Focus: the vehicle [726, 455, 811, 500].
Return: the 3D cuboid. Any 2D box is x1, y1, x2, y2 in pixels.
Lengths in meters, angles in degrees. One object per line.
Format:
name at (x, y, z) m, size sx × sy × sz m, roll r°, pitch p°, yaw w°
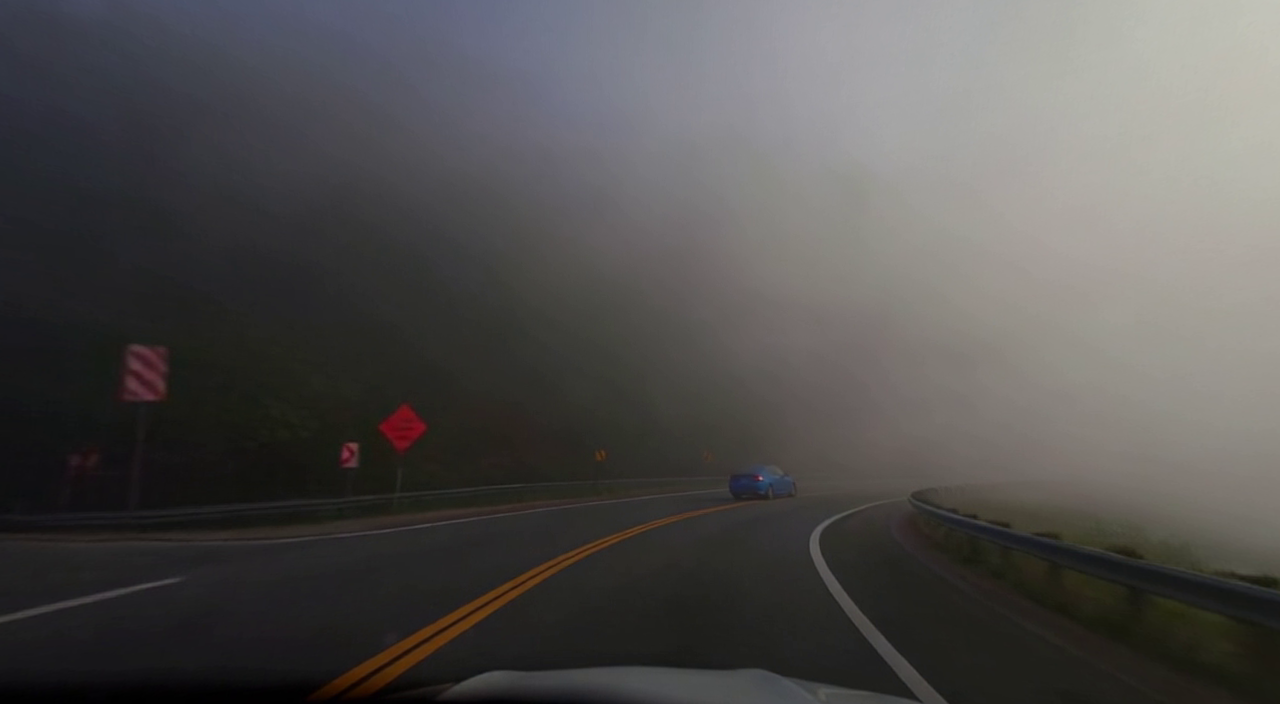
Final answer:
vehicle at (5.467, 5.217, 26.383) m, size 1.997 × 1.692 × 4.422 m, roll -6°, pitch -12°, yaw 32°
